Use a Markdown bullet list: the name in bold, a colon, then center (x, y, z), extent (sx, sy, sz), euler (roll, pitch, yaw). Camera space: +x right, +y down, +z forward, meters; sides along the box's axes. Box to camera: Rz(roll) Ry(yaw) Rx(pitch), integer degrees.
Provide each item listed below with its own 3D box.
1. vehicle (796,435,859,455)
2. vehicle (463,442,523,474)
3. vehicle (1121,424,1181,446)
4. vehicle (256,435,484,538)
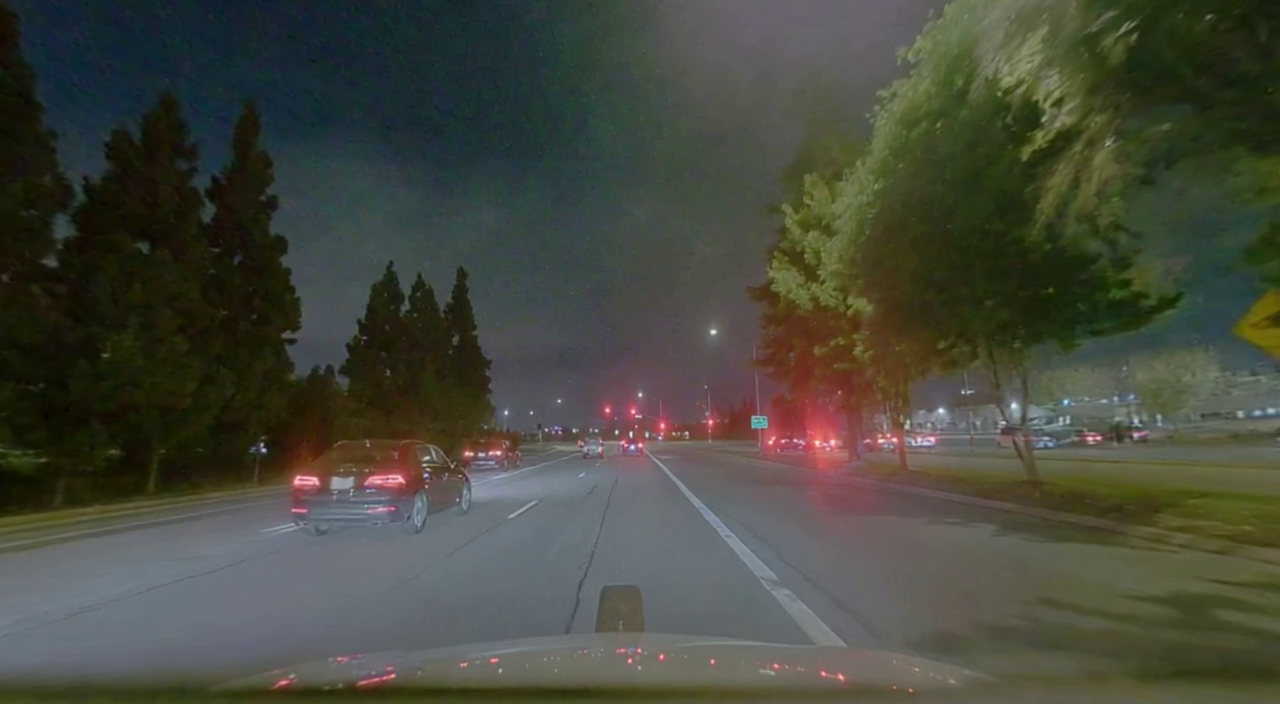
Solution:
- **vehicle**: center (14.502, 7.208, 48.820), extent (4.505, 1.472, 2.020), euler (4, -10, -27)
- **vehicle**: center (-7.235, 5.235, 31.523), extent (1.852, 1.458, 4.422), euler (0, -8, 1)
- **vehicle**: center (39.766, 6.487, 49.132), extent (4.191, 1.660, 2.091), euler (5, -10, -30)
- **vehicle**: center (-4.532, 2.308, 11.562), extent (1.920, 1.480, 4.549), euler (-1, -8, 4)
